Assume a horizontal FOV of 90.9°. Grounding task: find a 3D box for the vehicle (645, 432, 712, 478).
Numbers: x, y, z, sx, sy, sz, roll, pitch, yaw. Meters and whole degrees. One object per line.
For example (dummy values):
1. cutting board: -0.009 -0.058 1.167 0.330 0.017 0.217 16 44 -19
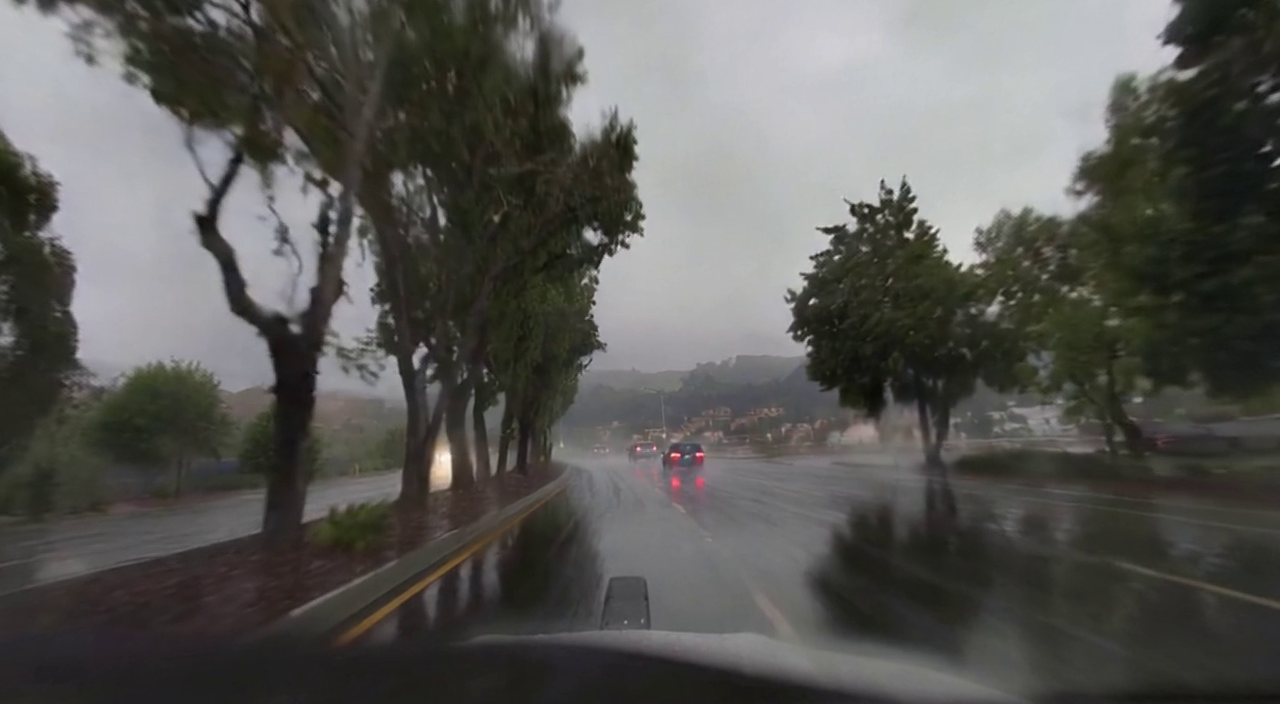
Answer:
1. vehicle: 1.512 4.362 26.815 2.253 1.756 4.313 0 -8 -5
